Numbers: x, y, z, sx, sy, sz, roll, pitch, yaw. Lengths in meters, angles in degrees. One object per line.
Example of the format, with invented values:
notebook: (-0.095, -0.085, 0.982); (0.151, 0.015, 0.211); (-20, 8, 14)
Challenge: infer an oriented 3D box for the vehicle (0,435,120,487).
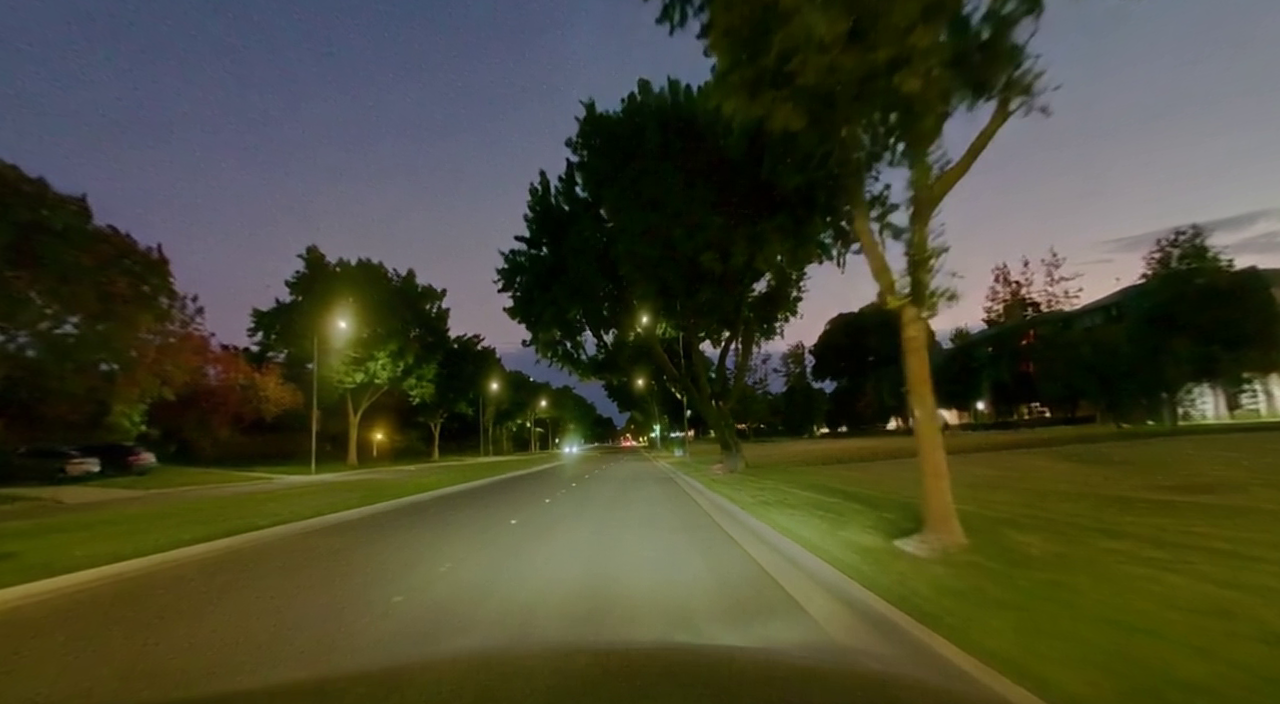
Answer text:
vehicle: (-24.679, 4.373, 25.524); (5.409, 1.967, 2.123); (0, -8, -1)
